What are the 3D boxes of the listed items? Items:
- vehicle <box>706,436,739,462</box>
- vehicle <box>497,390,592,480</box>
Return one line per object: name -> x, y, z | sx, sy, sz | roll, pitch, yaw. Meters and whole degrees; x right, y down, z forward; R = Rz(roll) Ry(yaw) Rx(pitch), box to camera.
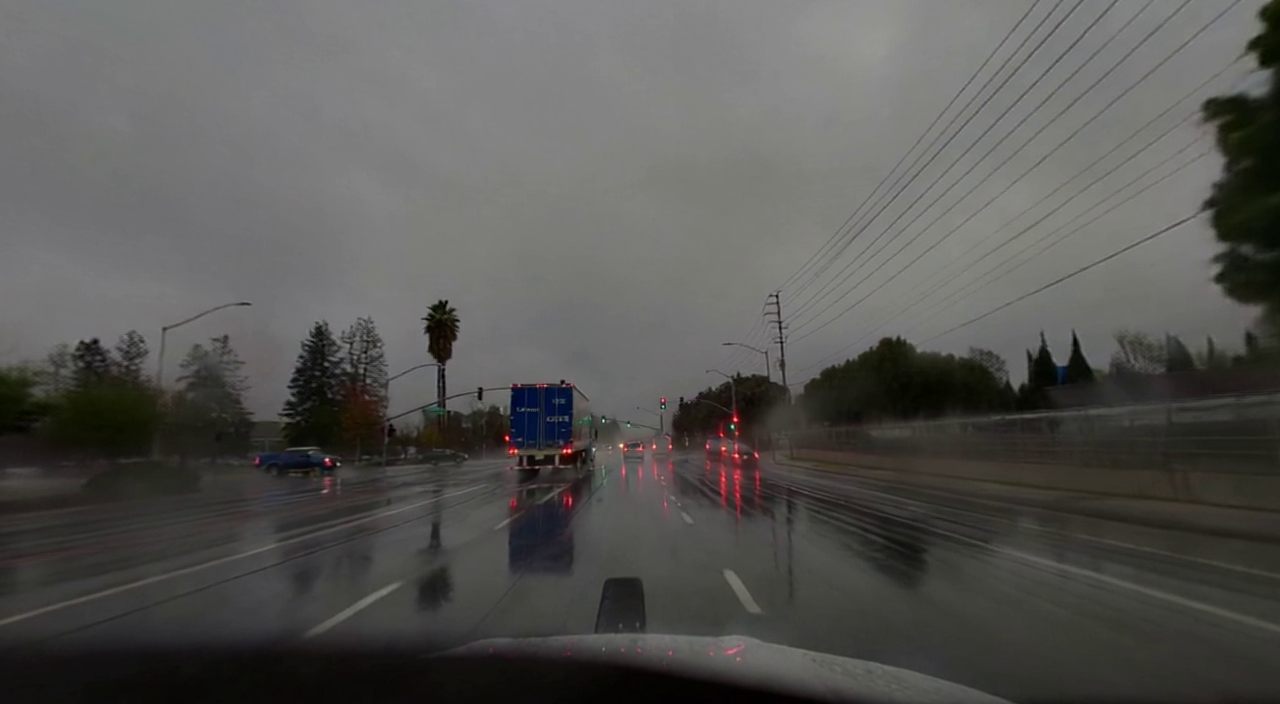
vehicle -> 5.675, 6.727, 43.874 | 2.102, 1.662, 4.533 | -1, -9, 5
vehicle -> -3.875, 3.693, 27.742 | 2.889, 3.347, 8.285 | 0, -9, 0
